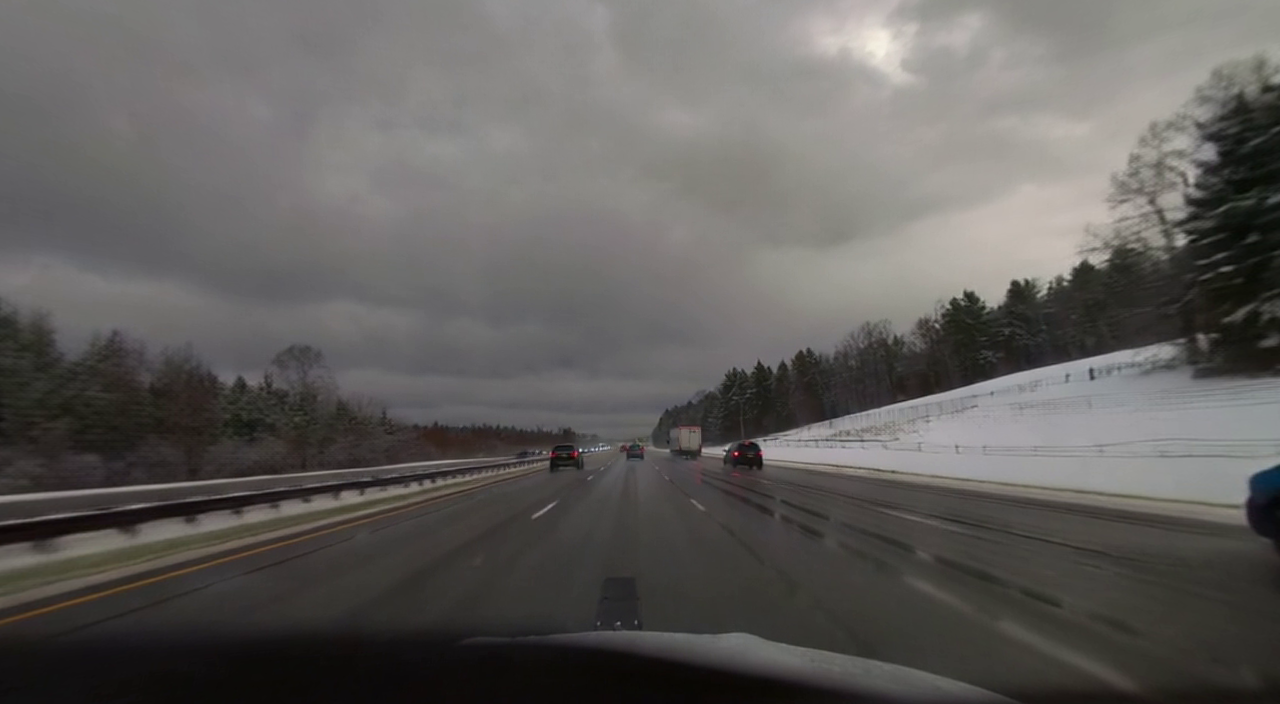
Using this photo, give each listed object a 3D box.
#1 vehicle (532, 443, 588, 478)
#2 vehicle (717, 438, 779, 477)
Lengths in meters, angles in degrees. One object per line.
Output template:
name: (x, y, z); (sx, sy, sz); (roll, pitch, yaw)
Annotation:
vehicle: (-3.823, 5.296, 30.910); (2.160, 1.530, 4.500); (0, -9, 0)
vehicle: (4.952, 4.933, 29.629); (2.069, 1.625, 4.832); (0, -9, 0)
